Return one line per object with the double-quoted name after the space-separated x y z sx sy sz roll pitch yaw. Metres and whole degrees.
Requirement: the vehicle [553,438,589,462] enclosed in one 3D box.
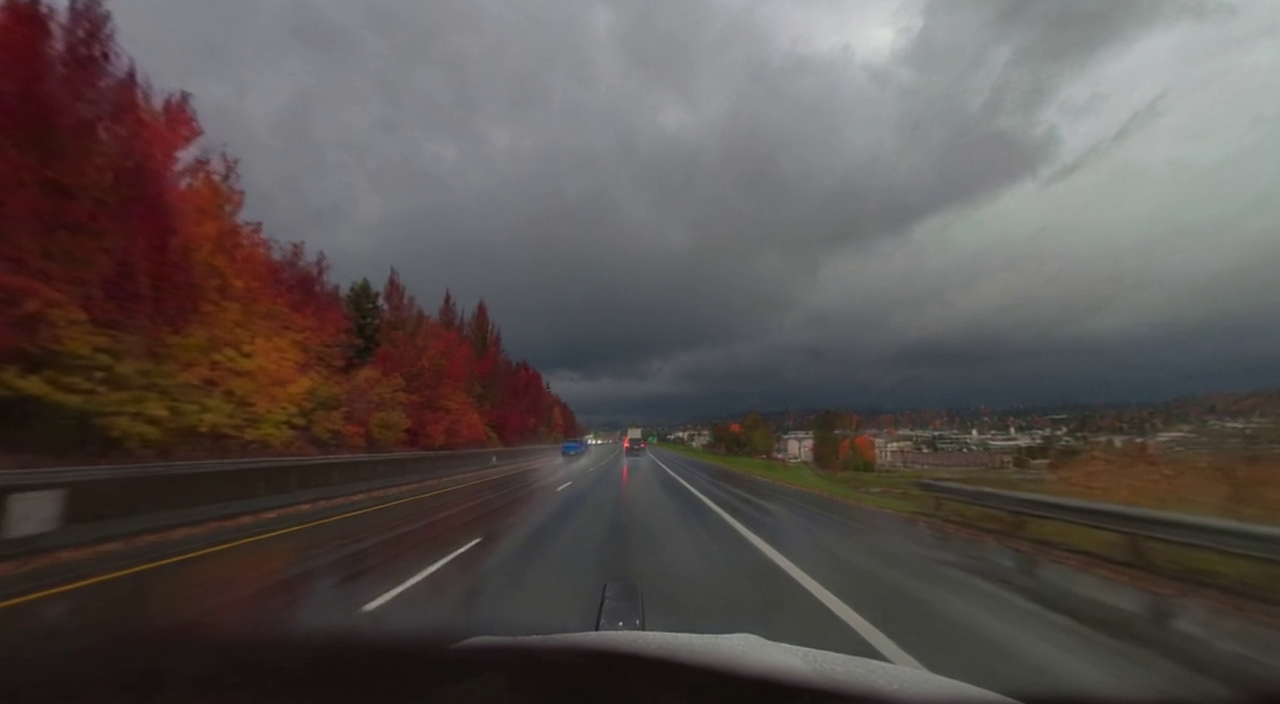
-4.564 6.535 42.108 2.002 1.553 4.247 0 -8 -1 "vehicle"
